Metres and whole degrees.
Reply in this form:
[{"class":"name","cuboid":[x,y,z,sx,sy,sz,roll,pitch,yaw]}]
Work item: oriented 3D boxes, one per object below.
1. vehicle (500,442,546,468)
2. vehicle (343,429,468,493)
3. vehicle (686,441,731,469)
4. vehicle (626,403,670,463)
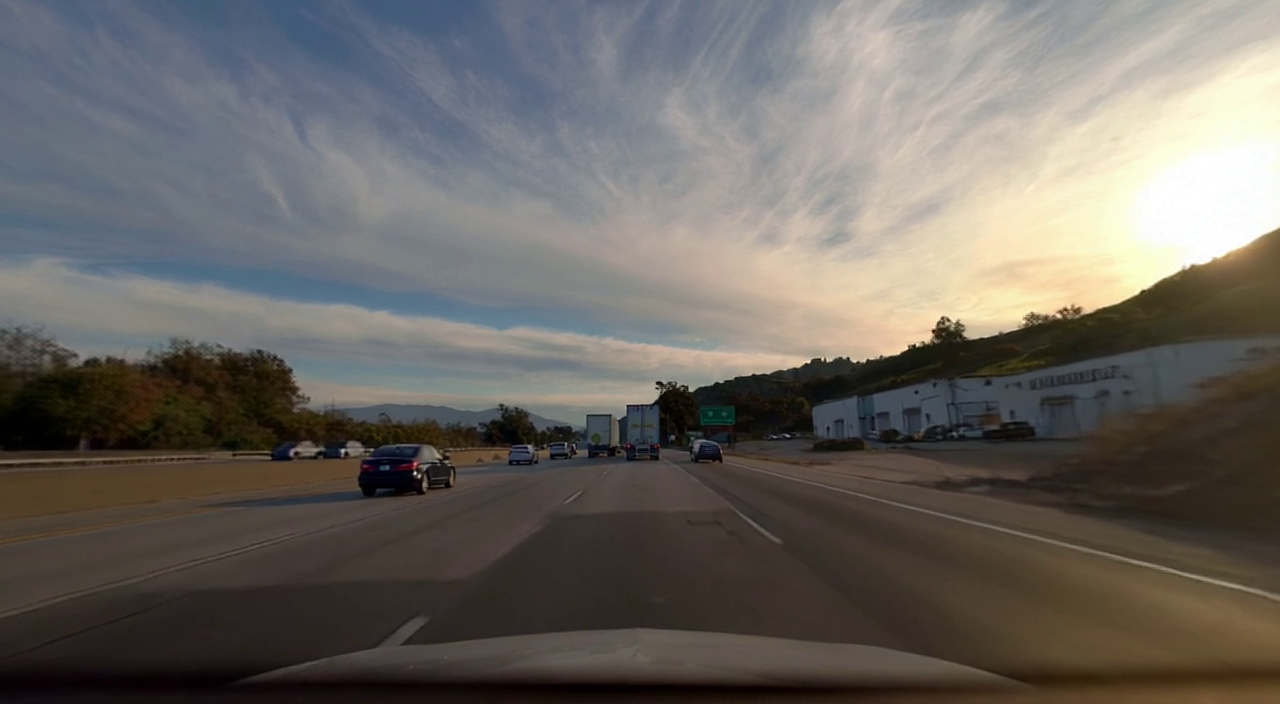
[{"class":"vehicle","cuboid":[-7.066,6.284,38.633,1.891,1.460,4.506,0,-9,1]},{"class":"vehicle","cuboid":[-7.116,3.342,19.728,2.122,1.754,4.379,0,-9,1]},{"class":"vehicle","cuboid":[3.770,5.752,35.421,2.006,1.452,4.246,0,-9,0]},{"class":"vehicle","cuboid":[0.472,6.371,48.931,2.969,4.104,10.906,0,-9,-1]}]
